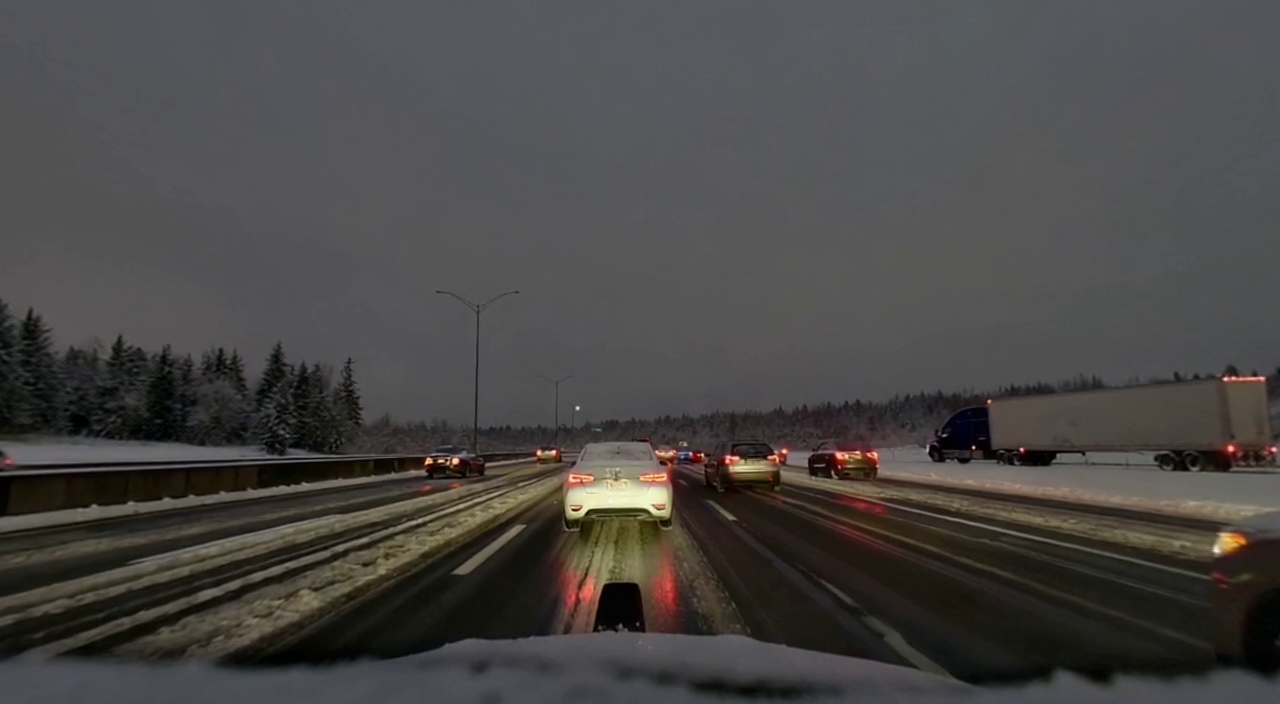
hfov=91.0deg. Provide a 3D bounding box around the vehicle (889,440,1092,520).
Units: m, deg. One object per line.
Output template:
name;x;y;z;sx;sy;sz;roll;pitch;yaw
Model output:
vehicle;7.636;2.810;14.391;2.021;1.505;4.480;0;-9;-1

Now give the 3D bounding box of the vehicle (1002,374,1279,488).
vehicle;21.401;3.608;27.831;2.970;4.079;10.086;3;-9;-14

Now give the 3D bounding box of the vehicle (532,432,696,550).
vehicle;-0.328;2.128;10.287;2.132;1.499;4.038;0;-9;0

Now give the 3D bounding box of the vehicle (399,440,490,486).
vehicle;-7.325;4.213;24.145;2.010;1.557;4.449;0;-9;1

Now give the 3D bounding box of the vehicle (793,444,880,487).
vehicle;7.446;4.315;24.311;1.942;1.482;4.250;0;-9;-1

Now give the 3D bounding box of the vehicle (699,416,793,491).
vehicle;3.582;3.607;22.551;2.440;2.313;5.266;0;-9;0
